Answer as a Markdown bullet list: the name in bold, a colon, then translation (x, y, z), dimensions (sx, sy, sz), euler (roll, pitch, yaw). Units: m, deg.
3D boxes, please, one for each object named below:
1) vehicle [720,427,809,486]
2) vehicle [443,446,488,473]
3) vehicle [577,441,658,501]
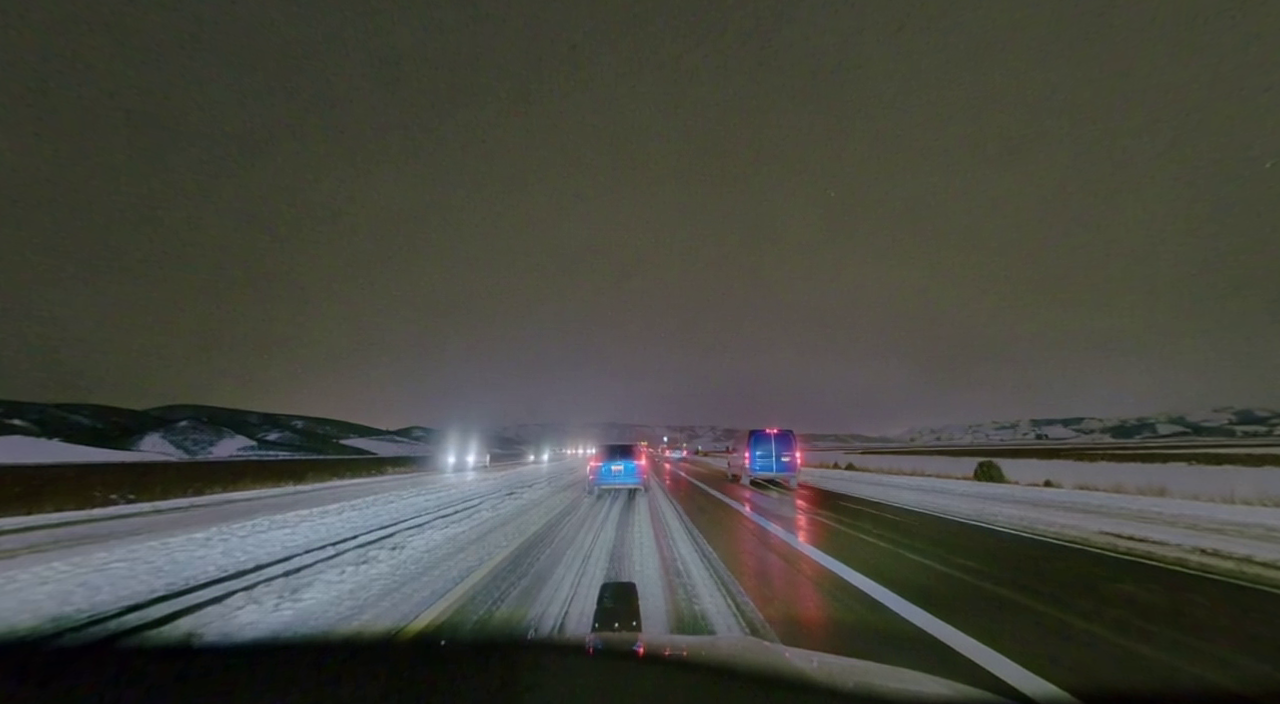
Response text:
- **vehicle**: translation (4.509, 3.892, 23.567), dimensions (2.261, 1.952, 4.784), euler (0, -9, -1)
- **vehicle**: translation (-12.563, 7.775, 45.493), dimensions (1.979, 1.807, 4.353), euler (0, -9, 0)
- **vehicle**: translation (-0.572, 3.278, 17.671), dimensions (2.029, 1.483, 3.769), euler (0, -9, 0)
